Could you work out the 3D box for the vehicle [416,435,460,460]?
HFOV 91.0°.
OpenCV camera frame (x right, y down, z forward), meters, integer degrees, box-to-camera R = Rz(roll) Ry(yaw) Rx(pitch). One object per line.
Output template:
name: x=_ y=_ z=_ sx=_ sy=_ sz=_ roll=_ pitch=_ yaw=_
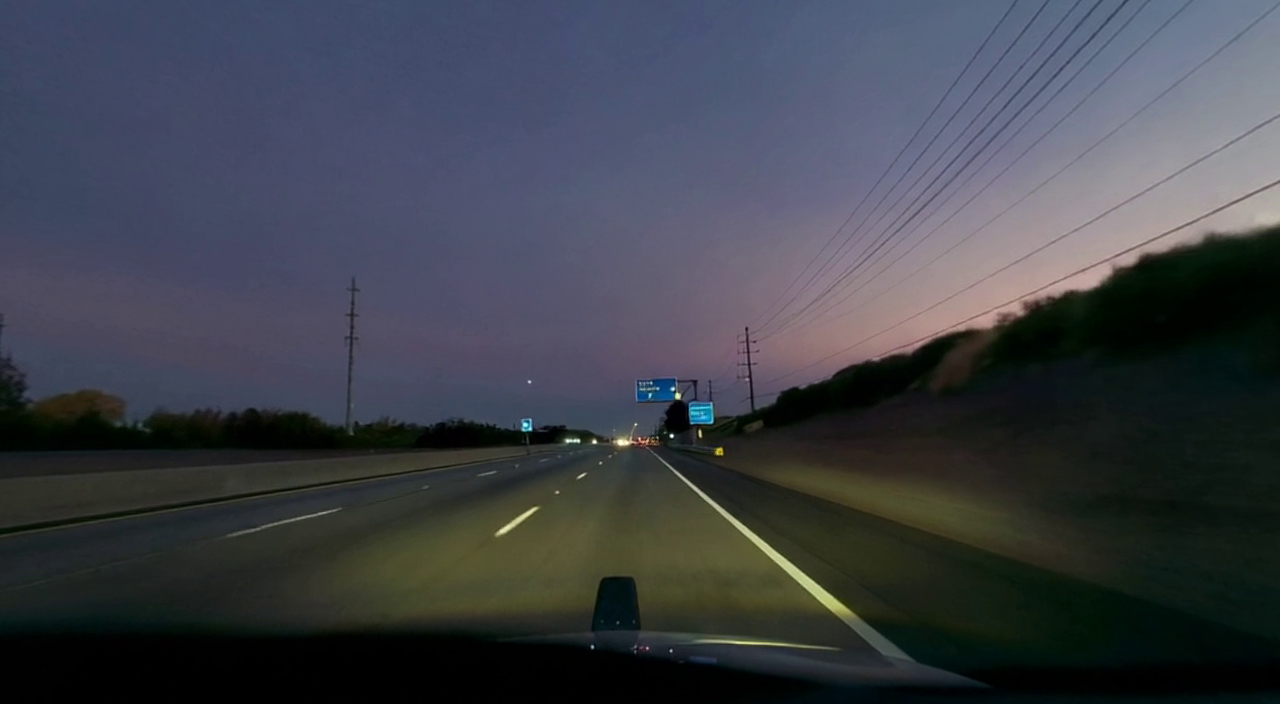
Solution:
vehicle: x=-15.119 y=7.147 z=47.419 sx=1.828 sy=1.770 sz=4.609 roll=0 pitch=-8 yaw=-1
